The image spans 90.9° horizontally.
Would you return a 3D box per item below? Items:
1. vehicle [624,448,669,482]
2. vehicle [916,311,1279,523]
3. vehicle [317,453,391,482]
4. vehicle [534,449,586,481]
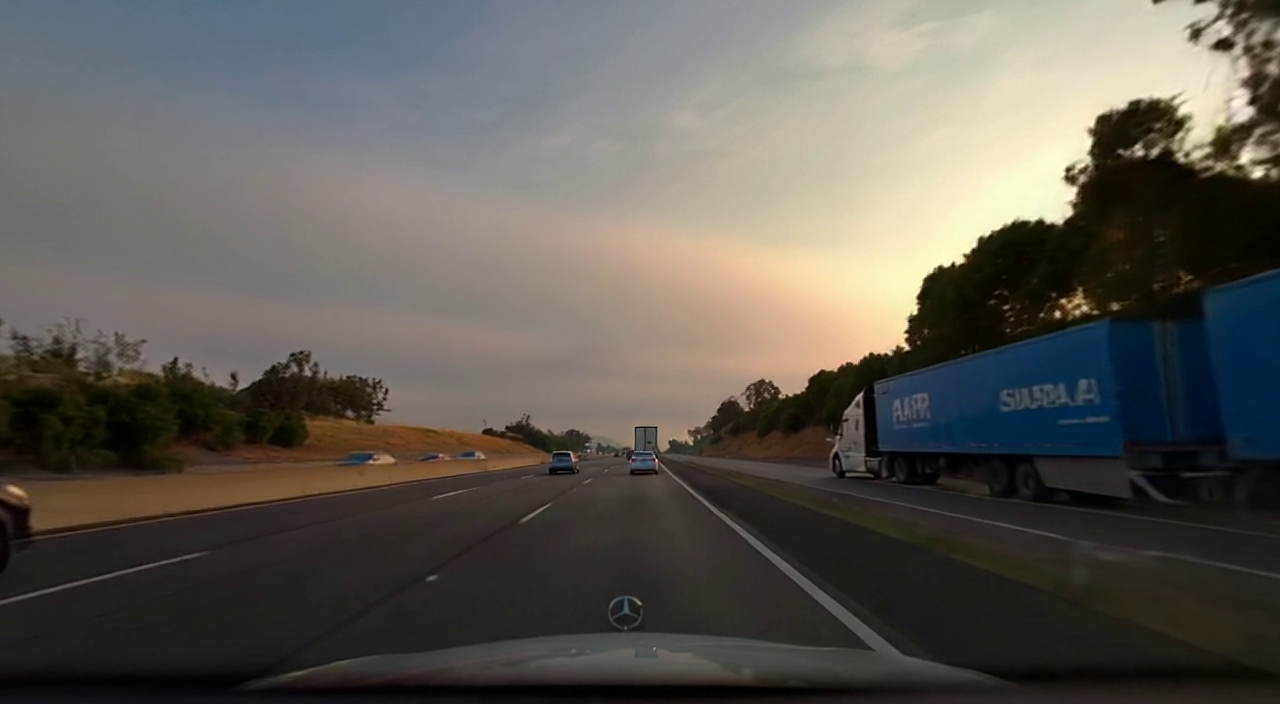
[{"bbox_3d":[0.259,5.340,29.907,1.991,1.507,3.391,0,-9,-1],"label":"vehicle"},{"bbox_3d":[11.478,1.976,17.129,3.020,4.143,9.468,0,-9,-4],"label":"vehicle"},{"bbox_3d":[-15.190,6.141,33.722,1.973,1.398,4.136,0,-9,1],"label":"vehicle"},{"bbox_3d":[-4.031,5.762,32.438,2.018,1.504,4.431,0,-9,1],"label":"vehicle"}]
